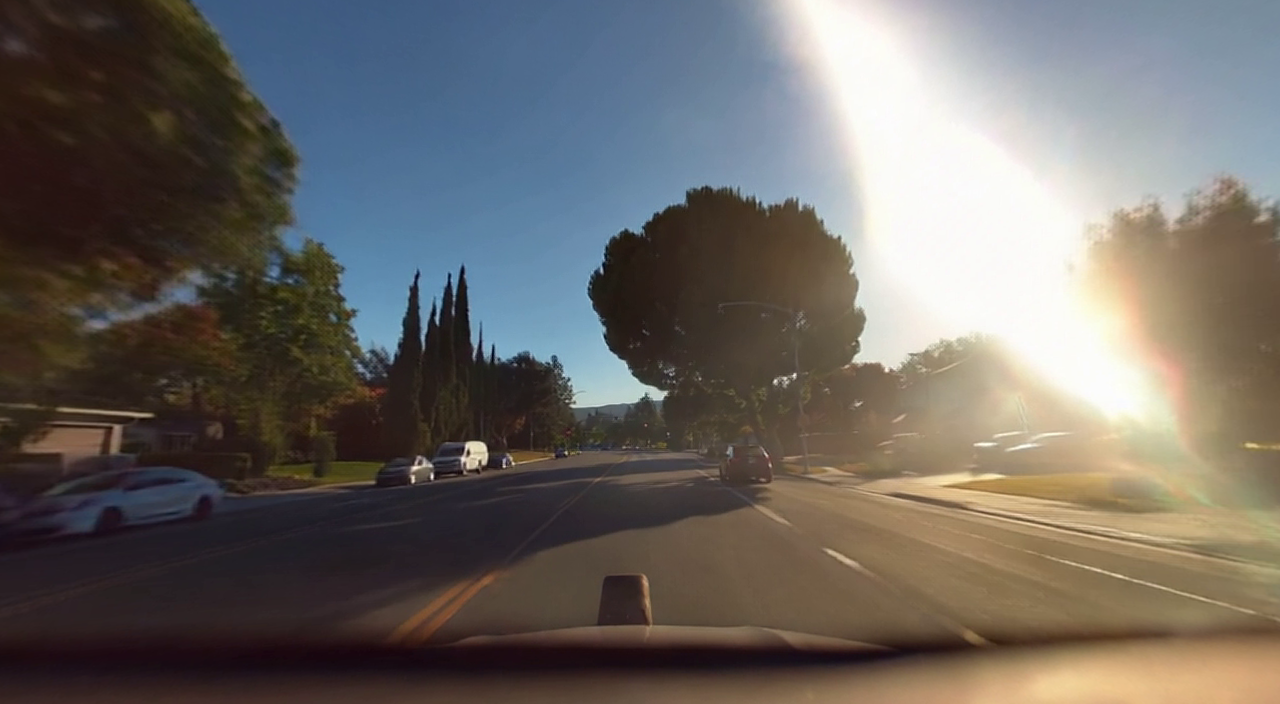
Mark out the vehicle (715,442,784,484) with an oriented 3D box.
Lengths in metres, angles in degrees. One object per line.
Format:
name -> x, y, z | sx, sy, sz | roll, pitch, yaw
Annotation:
vehicle -> 4.260, 4.396, 25.292 | 1.956, 1.492, 4.425 | 0, -9, 0

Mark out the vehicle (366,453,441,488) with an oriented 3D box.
vehicle -> -10.953, 5.492, 29.553 | 1.829, 1.441, 4.355 | 0, -9, 0

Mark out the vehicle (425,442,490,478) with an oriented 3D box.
vehicle -> -10.991, 6.536, 38.500 | 2.180, 1.953, 5.787 | -1, -9, 1

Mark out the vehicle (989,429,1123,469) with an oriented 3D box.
vehicle -> 17.218, 4.018, 26.248 | 4.065, 1.557, 2.107 | 0, -9, 0

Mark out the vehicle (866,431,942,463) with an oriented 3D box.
vehicle -> 15.303, 5.550, 36.856 | 2.129, 1.699, 4.906 | 0, -9, -3

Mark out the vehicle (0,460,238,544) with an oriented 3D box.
vehicle -> -10.980, 3.131, 13.731 | 1.784, 1.412, 4.093 | 0, -9, -1
